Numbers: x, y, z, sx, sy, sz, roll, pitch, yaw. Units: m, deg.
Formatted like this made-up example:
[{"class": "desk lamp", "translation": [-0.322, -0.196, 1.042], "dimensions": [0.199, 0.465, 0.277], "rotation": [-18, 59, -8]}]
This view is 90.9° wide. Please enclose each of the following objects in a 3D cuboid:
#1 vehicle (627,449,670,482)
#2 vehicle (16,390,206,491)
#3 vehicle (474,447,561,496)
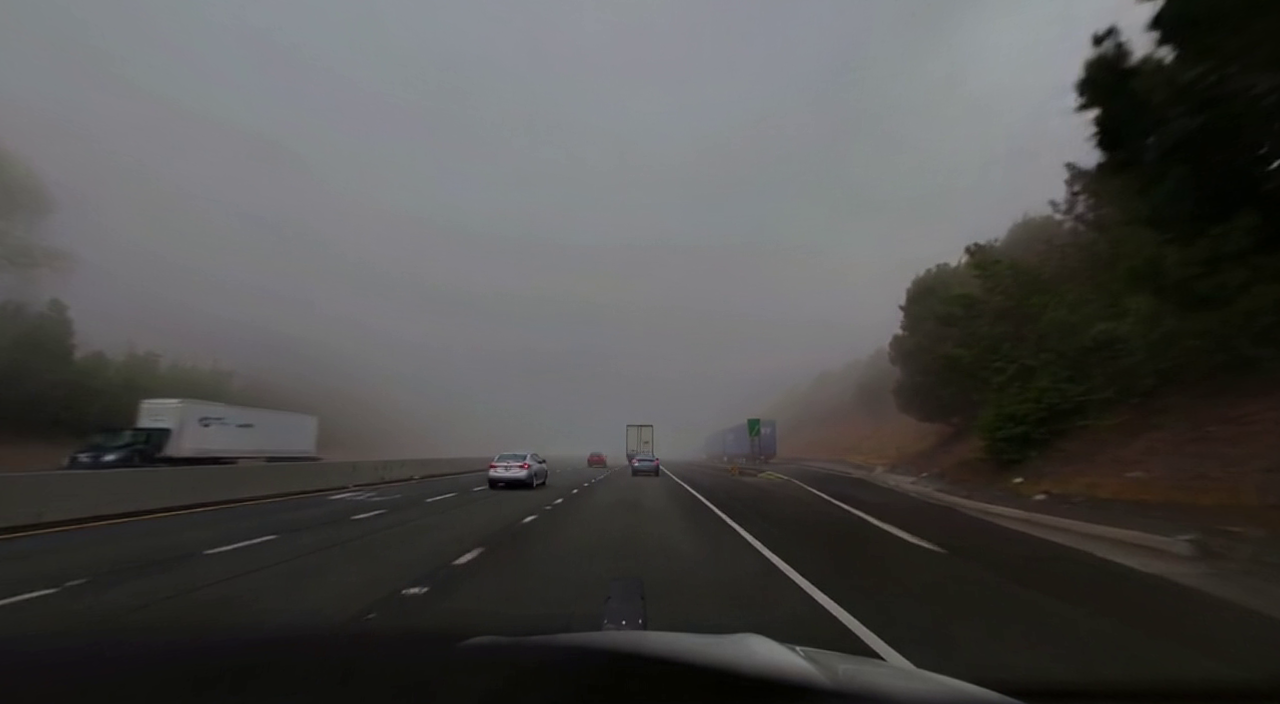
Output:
[{"class": "vehicle", "translation": [0.375, 5.479, 30.622], "dimensions": [1.991, 1.507, 3.391], "rotation": [0, -9, 0]}, {"class": "vehicle", "translation": [-23.084, 3.971, 28.072], "dimensions": [2.981, 3.978, 5.937], "rotation": [0, -9, 0]}, {"class": "vehicle", "translation": [-4.053, 4.027, 21.642], "dimensions": [2.018, 1.504, 4.431], "rotation": [0, -9, 1]}]
